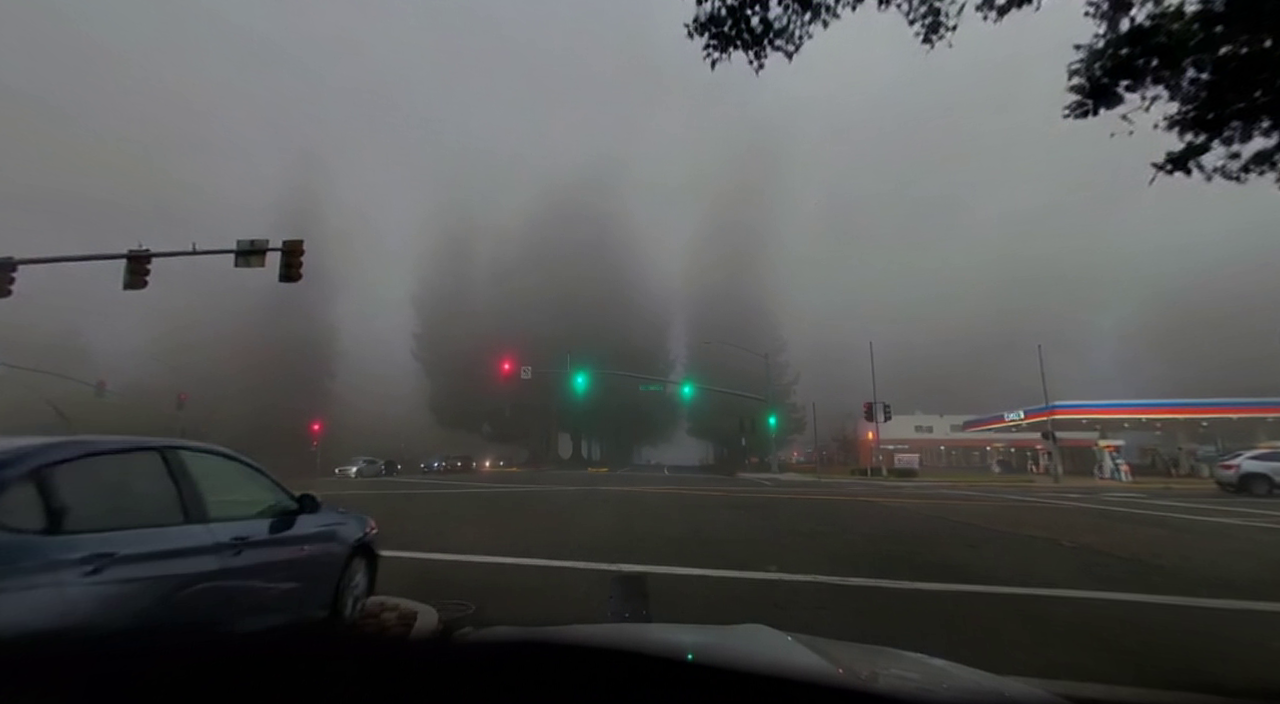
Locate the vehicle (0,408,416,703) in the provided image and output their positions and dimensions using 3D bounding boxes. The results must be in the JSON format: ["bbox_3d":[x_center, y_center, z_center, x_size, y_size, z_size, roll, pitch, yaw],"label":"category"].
[{"bbox_3d":[-3.022,1.108,3.179,2.041,1.483,4.533,0,-9,1],"label":"vehicle"}]

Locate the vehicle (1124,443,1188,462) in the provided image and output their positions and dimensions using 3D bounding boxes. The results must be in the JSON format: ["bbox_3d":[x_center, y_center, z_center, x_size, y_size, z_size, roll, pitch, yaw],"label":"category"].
[{"bbox_3d":[40.480,7.877,49.497,3.518,1.433,1.763,1,-9,-5],"label":"vehicle"}]
